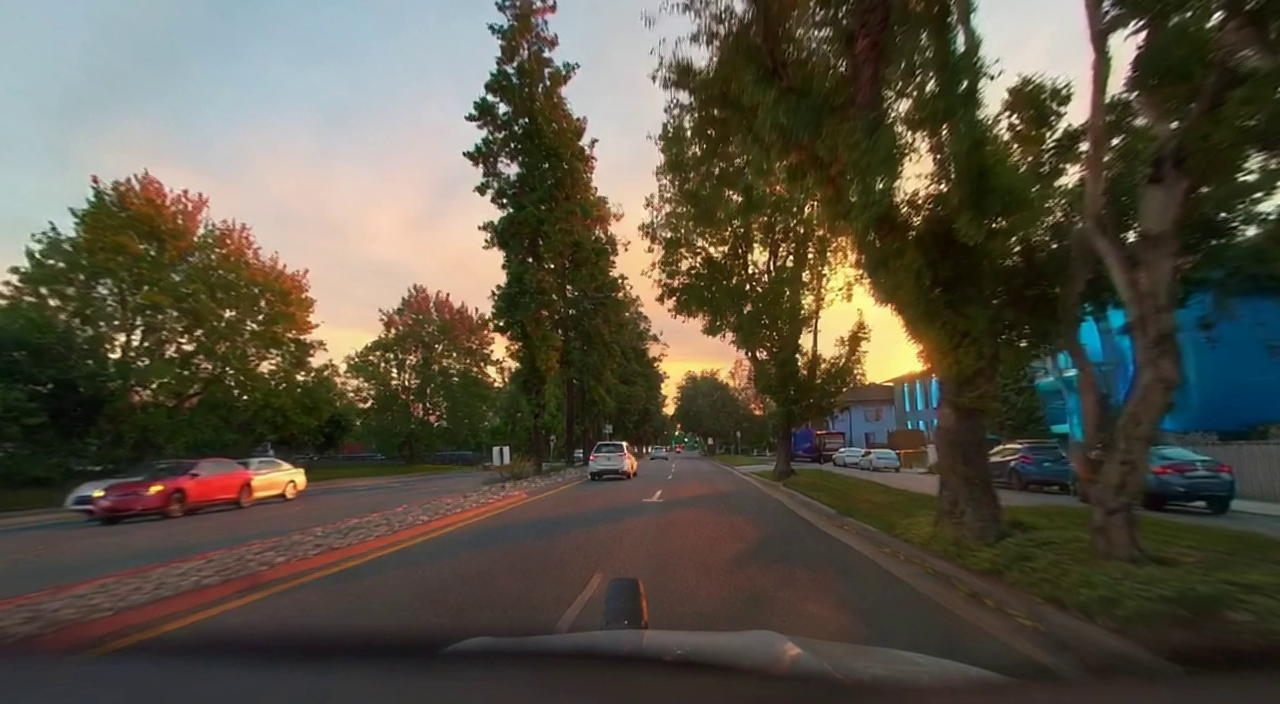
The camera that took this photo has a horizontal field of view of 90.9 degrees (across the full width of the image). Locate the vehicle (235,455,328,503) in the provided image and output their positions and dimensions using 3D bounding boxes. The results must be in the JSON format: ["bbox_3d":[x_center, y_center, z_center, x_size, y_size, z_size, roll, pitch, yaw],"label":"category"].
[{"bbox_3d":[-14.487,5.107,25.612,1.712,1.753,2.869,-1,-9,11],"label":"vehicle"}]

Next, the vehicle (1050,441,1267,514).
[{"bbox_3d":[12.034,2.884,15.088,1.843,1.456,4.220,-1,-8,5],"label":"vehicle"}]

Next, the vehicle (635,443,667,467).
[{"bbox_3d":[0.900,7.866,48.348,2.166,1.769,4.162,-1,-8,5],"label":"vehicle"}]

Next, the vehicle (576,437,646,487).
[{"bbox_3d":[-0.978,4.121,23.943,2.129,1.713,4.314,0,-8,4],"label":"vehicle"}]

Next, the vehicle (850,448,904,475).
[{"bbox_3d":[14.123,6.534,37.832,1.852,1.457,4.351,0,-9,4],"label":"vehicle"}]

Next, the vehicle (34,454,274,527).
[{"bbox_3d":[-15.336,4.338,20.605,2.324,1.866,6.095,-1,-8,10],"label":"vehicle"}]

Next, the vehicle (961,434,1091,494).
[{"bbox_3d":[12.475,3.614,20.756,1.887,1.722,4.285,-1,-8,6],"label":"vehicle"}]
